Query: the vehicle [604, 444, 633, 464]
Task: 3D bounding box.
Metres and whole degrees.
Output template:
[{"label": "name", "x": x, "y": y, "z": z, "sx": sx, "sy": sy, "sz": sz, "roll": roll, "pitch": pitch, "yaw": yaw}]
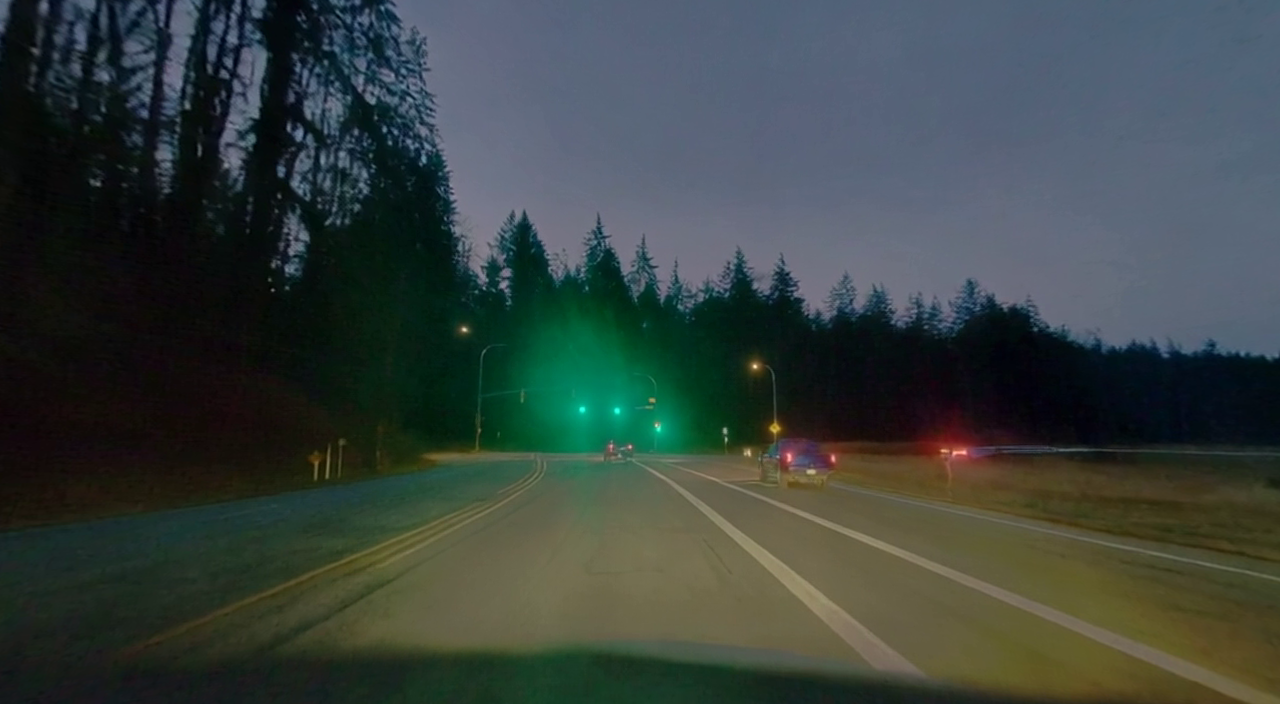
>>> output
[{"label": "vehicle", "x": -1.657, "y": 7.764, "z": 48.222, "sx": 2.042, "sy": 1.489, "sz": 3.963, "roll": 1, "pitch": -9, "yaw": -4}]
